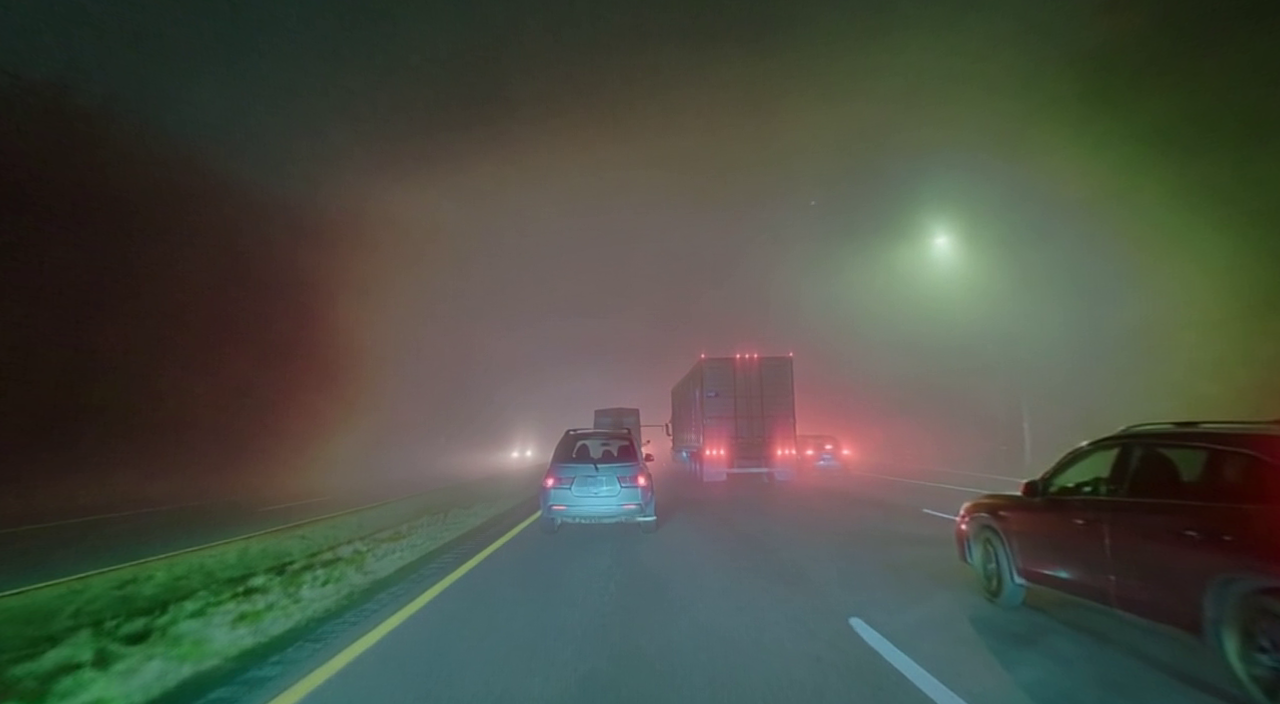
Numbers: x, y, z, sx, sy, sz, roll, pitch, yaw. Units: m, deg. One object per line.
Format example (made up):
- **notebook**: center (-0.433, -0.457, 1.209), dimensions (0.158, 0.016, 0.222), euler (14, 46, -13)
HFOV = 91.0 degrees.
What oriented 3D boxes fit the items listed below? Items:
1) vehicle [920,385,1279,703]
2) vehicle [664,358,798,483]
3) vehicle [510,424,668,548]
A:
- **vehicle**: center (3.593, 1.023, 3.427), dimensions (1.960, 1.515, 4.713), euler (0, -8, 0)
- **vehicle**: center (3.447, 3.497, 30.013), dimensions (3.591, 4.290, 16.696), euler (0, -8, -1)
- **vehicle**: center (-0.693, 2.005, 10.087), dimensions (2.009, 1.554, 4.013), euler (0, -8, -1)
